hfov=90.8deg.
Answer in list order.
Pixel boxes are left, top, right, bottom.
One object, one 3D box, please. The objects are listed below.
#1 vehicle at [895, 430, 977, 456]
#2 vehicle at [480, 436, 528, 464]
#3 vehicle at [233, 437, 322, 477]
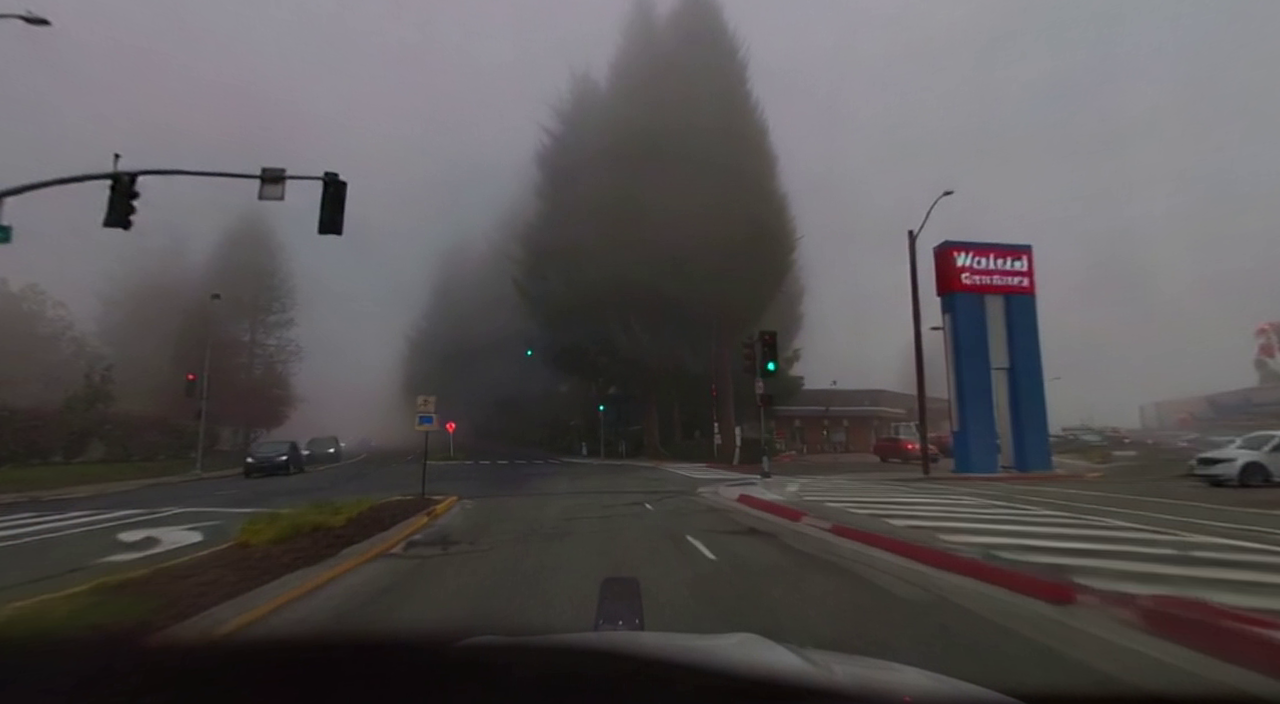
[{"bbox_3d":[19.950,6.132,42.711,4.544,1.630,2.055,-1,-8,8],"label":"vehicle"},{"bbox_3d":[-7.915,5.642,36.603,2.094,1.500,3.682,3,-8,-21],"label":"vehicle"},{"bbox_3d":[-15.129,4.349,26.691,2.207,1.503,4.561,2,-8,-17],"label":"vehicle"}]
